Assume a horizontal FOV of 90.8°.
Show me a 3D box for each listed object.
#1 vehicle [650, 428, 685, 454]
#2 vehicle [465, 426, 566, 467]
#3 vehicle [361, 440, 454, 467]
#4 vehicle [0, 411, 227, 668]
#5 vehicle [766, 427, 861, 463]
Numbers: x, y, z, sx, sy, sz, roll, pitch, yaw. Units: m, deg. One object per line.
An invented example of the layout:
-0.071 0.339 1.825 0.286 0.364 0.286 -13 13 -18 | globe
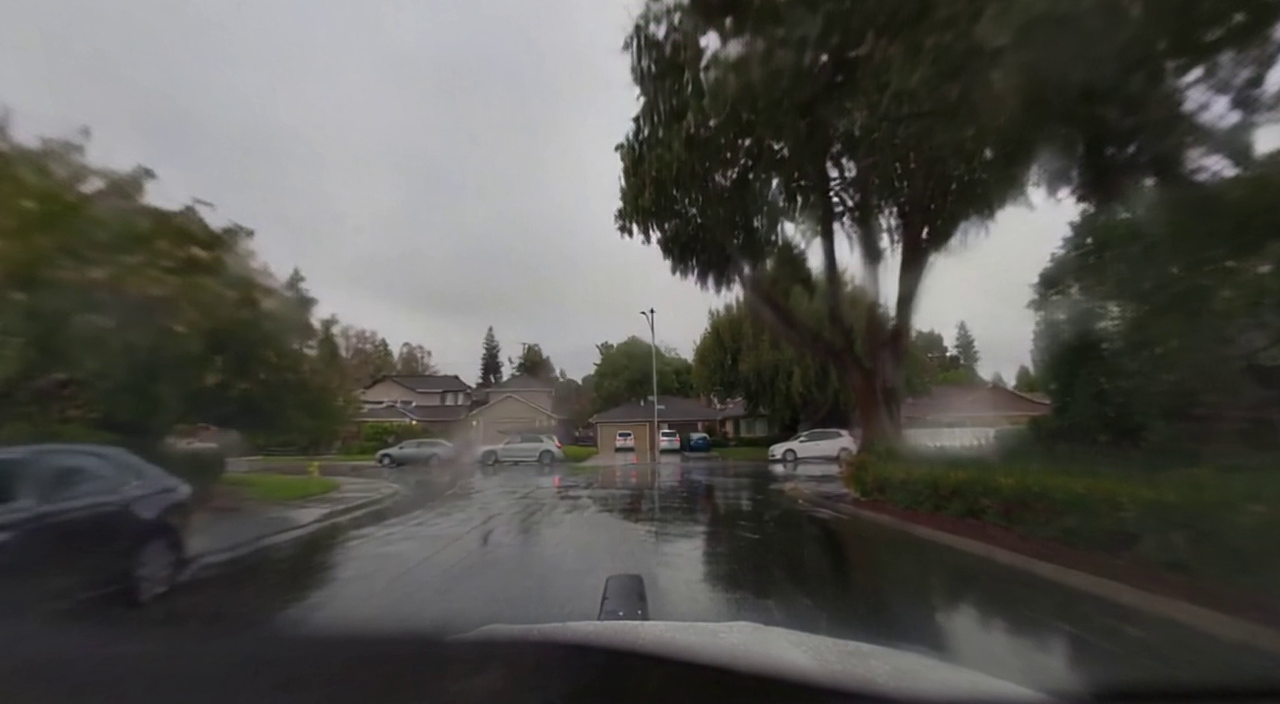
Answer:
2.100 7.012 49.894 2.278 1.969 5.533 0 -8 -2 | vehicle
-7.151 5.461 36.709 5.419 2.292 2.272 0 -7 -2 | vehicle
-13.316 5.848 36.417 4.650 1.480 1.782 0 -9 -1 | vehicle
-5.124 1.228 4.133 1.887 1.660 4.312 0 -8 0 | vehicle
10.029 5.431 36.846 4.919 1.969 2.104 0 -9 1 | vehicle
